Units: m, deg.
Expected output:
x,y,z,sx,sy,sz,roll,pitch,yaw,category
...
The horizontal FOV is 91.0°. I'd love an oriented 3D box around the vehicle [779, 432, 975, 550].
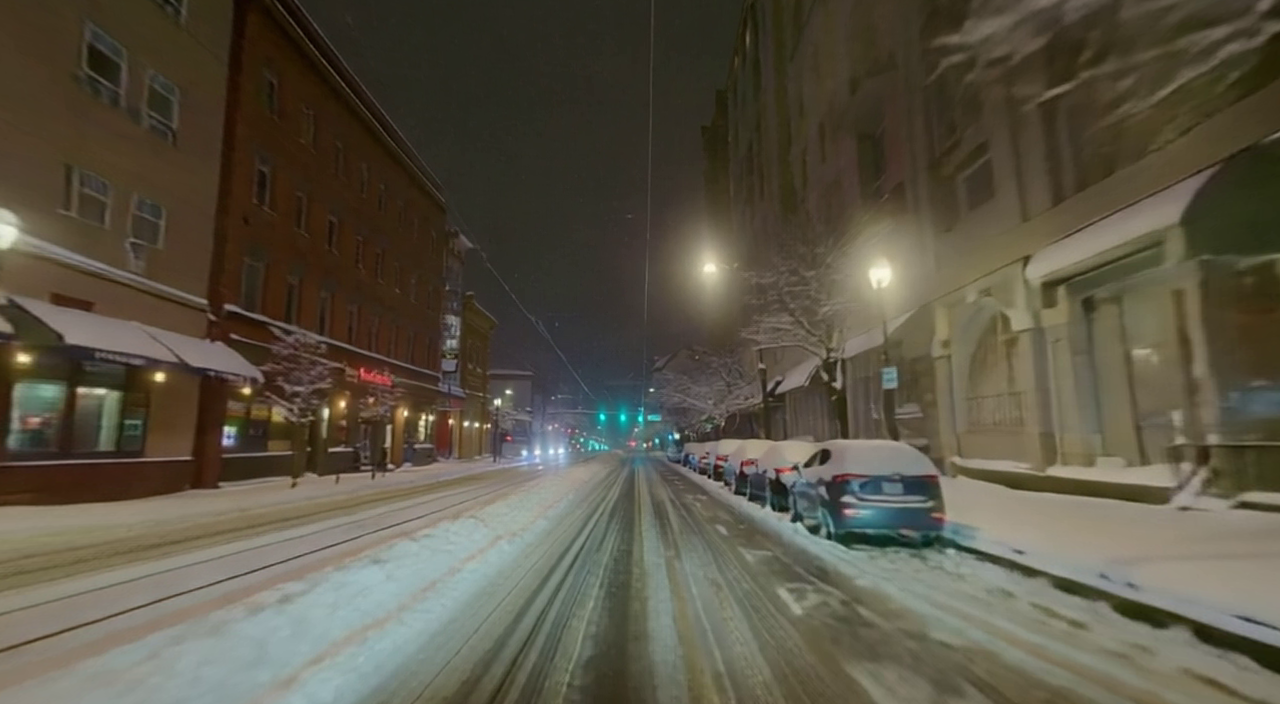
x,y,z,sx,sy,sz,roll,pitch,yaw,category
3.574,2.122,10.302,1.819,1.546,3.681,0,-8,1,vehicle
